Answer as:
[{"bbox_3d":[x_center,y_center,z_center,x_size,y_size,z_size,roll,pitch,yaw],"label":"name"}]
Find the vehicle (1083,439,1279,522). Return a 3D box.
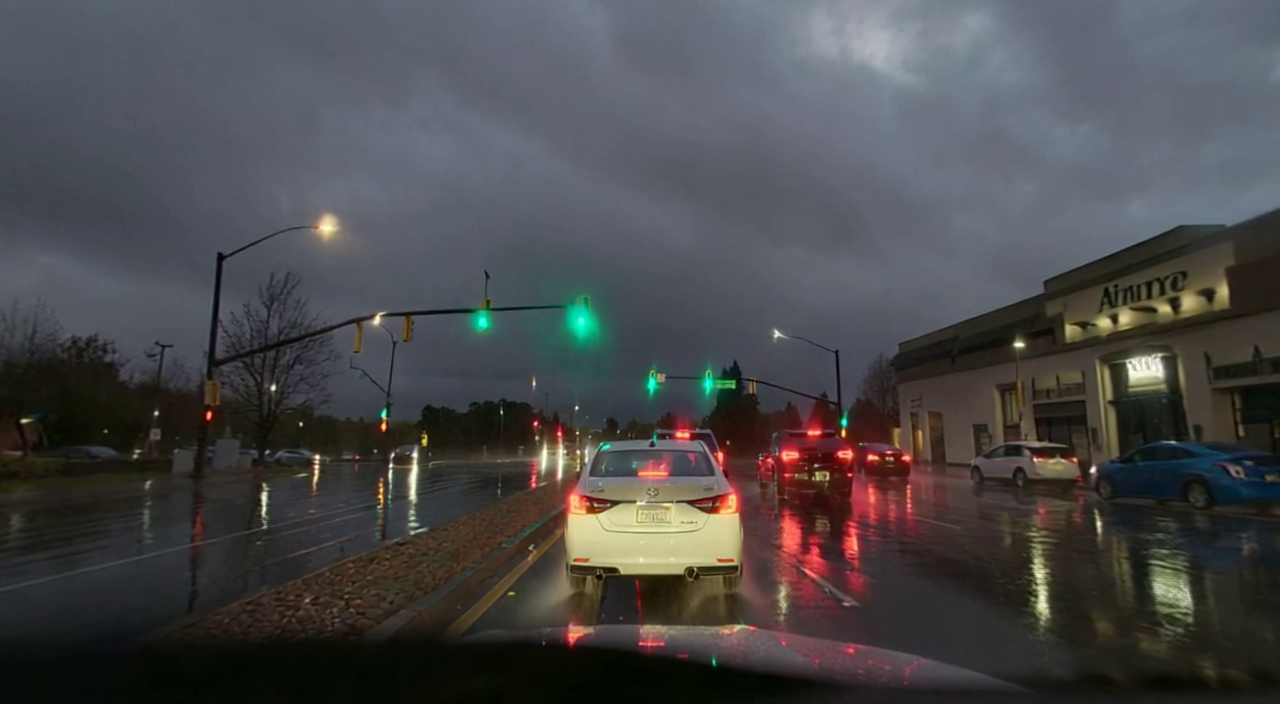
[{"bbox_3d":[14.164,3.100,15.931,2.235,1.721,5.230,0,-9,1],"label":"vehicle"}]

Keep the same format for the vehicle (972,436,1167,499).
[{"bbox_3d":[14.067,3.815,21.362,2.309,1.819,5.793,1,-9,-3],"label":"vehicle"}]

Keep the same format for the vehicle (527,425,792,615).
[{"bbox_3d":[0.126,1.645,7.142,2.067,1.471,4.241,0,-9,-1],"label":"vehicle"}]
